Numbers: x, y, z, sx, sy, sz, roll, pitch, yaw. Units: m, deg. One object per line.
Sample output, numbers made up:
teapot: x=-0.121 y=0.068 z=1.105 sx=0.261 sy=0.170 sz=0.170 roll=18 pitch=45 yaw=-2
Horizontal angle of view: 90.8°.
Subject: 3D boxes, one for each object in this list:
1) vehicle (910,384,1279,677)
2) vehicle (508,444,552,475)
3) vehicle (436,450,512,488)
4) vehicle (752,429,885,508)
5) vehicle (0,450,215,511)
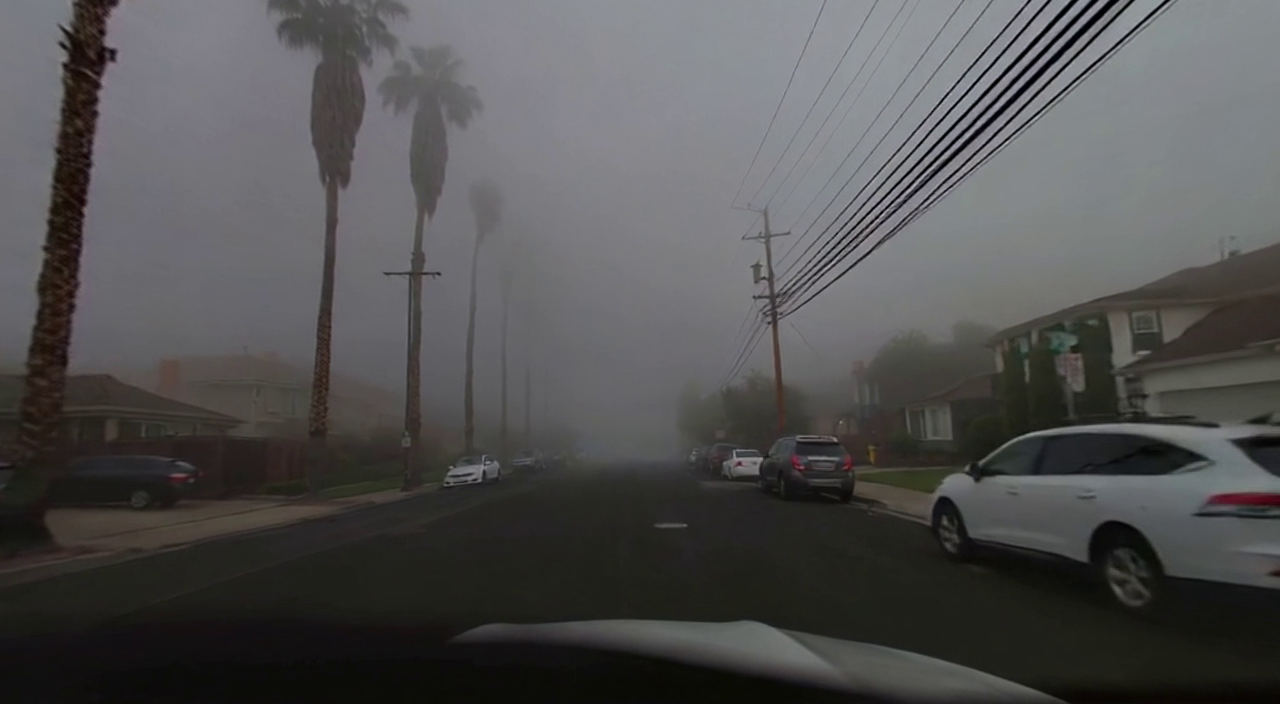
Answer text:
vehicle: x=4.716 y=1.415 z=6.129 sx=1.922 sy=1.761 sz=4.633 roll=0 pitch=-8 yaw=-3
vehicle: x=-7.415 y=7.278 z=42.970 sx=2.077 sy=1.888 sz=4.551 roll=-2 pitch=-8 yaw=2
vehicle: x=-7.215 y=5.129 z=27.987 sx=2.013 sy=1.483 sz=4.645 roll=0 pitch=-8 yaw=1
vehicle: x=4.634 y=3.103 z=17.325 sx=2.115 sy=1.826 sz=4.871 roll=0 pitch=-8 yaw=-1
vehicle: x=-14.294 y=3.420 z=17.030 sx=4.305 sy=1.505 sz=1.793 roll=0 pitch=-8 yaw=-1
